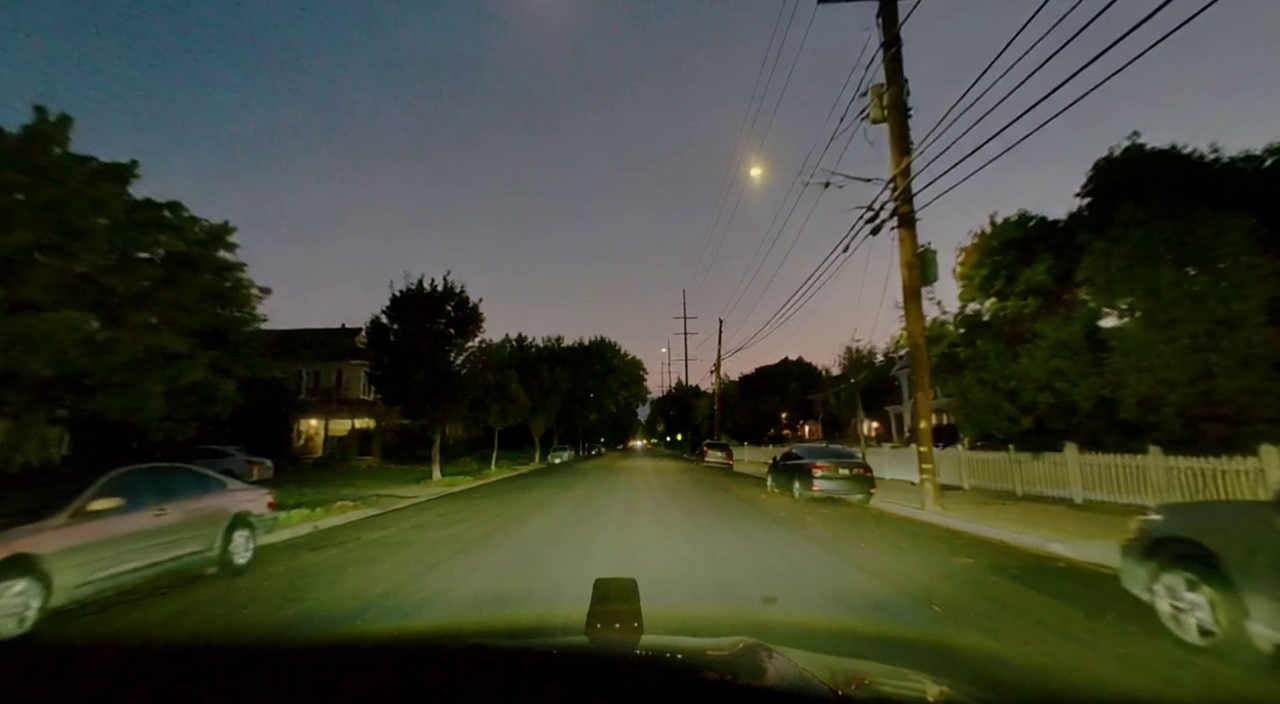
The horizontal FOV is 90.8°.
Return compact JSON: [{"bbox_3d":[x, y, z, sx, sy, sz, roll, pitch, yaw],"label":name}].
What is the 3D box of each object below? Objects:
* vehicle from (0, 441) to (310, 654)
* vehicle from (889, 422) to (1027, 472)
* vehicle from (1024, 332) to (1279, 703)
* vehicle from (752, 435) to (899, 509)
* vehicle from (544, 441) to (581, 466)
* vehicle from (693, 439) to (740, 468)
[{"bbox_3d":[-5.697,1.710,6.125,2.011,1.465,5.686,-3,-7,0],"label":"vehicle"},{"bbox_3d":[12.527,3.741,25.120,4.329,1.863,2.059,-1,-6,2],"label":"vehicle"},{"bbox_3d":[4.198,0.727,2.410,2.105,1.836,5.278,0,-8,0],"label":"vehicle"},{"bbox_3d":[4.214,2.804,15.422,1.936,1.464,5.141,0,-8,-1],"label":"vehicle"},{"bbox_3d":[-5.691,7.541,47.123,1.954,1.551,5.128,-3,-7,1],"label":"vehicle"},{"bbox_3d":[4.260,5.686,35.637,2.020,1.558,3.925,0,-8,-2],"label":"vehicle"}]
